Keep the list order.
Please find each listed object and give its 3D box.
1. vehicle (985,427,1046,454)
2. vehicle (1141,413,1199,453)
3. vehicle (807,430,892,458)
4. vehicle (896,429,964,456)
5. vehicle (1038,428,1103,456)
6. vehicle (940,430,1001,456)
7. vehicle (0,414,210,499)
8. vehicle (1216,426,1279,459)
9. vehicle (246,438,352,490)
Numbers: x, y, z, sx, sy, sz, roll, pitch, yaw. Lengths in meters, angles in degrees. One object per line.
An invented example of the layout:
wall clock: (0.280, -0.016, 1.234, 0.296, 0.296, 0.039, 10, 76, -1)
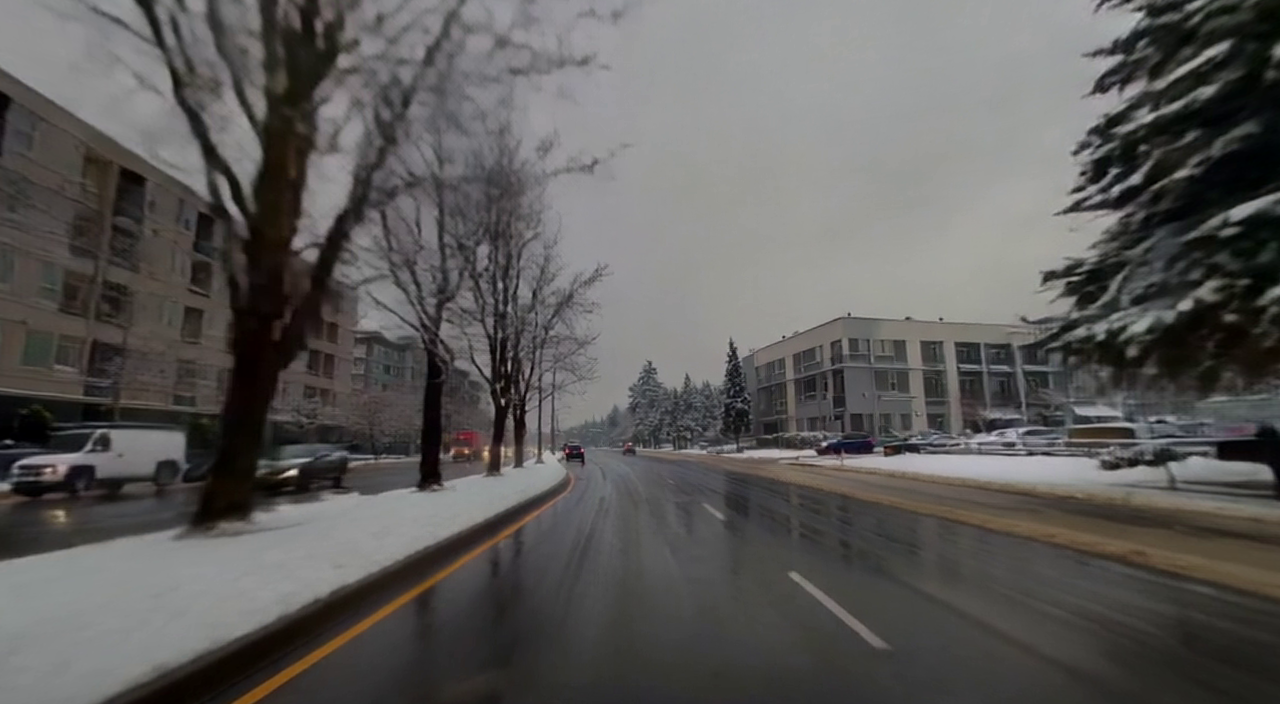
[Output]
vehicle: (23.605, 5.583, 39.637, 2.219, 1.587, 5.047, -8, -11, 41)
vehicle: (36.624, 5.667, 43.594, 5.151, 2.514, 2.332, 9, -13, -43)
vehicle: (15.716, 6.972, 47.737, 5.829, 1.995, 2.659, -2, -9, 14)
vehicle: (21.247, 6.648, 46.457, 4.218, 1.780, 2.331, -1, -10, 17)
vehicle: (26.086, 5.456, 38.218, 4.202, 1.577, 2.080, 7, -11, -40)
vehicle: (21.598, 5.919, 41.152, 2.218, 1.617, 4.783, -8, -11, 42)
vehicle: (-20.558, 4.062, 24.931, 2.601, 2.866, 6.588, 0, -9, -2)
vehicle: (31.253, 4.501, 31.353, 4.313, 1.549, 1.851, 2, -9, -17)
vehicle: (-13.199, 4.331, 24.759, 1.927, 1.828, 4.112, 0, -8, -2)
